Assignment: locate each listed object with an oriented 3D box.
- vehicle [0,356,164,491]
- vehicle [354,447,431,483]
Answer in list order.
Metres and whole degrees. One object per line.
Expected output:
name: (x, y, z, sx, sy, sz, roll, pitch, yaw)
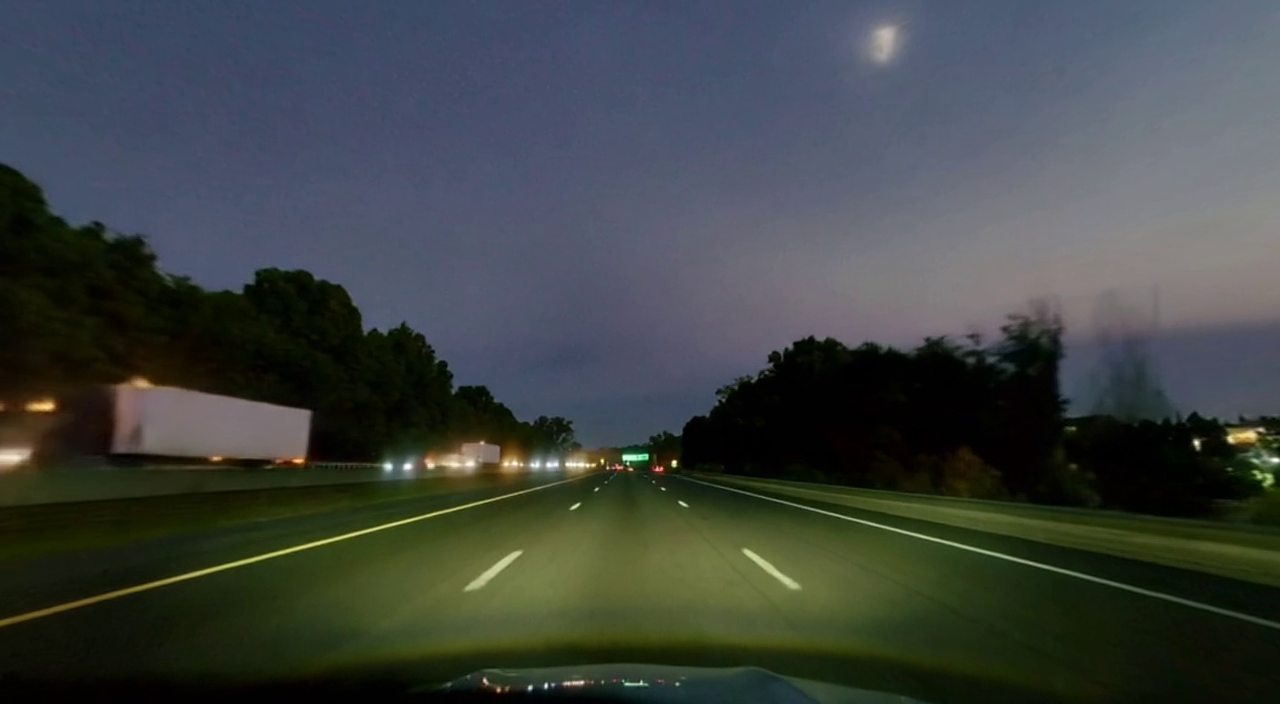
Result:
vehicle: (-20.047, 2.570, 21.286, 2.931, 3.913, 5.982, 1, -10, 0)
vehicle: (-12.065, 5.557, 31.007, 2.157, 1.605, 4.018, 1, -10, -1)
